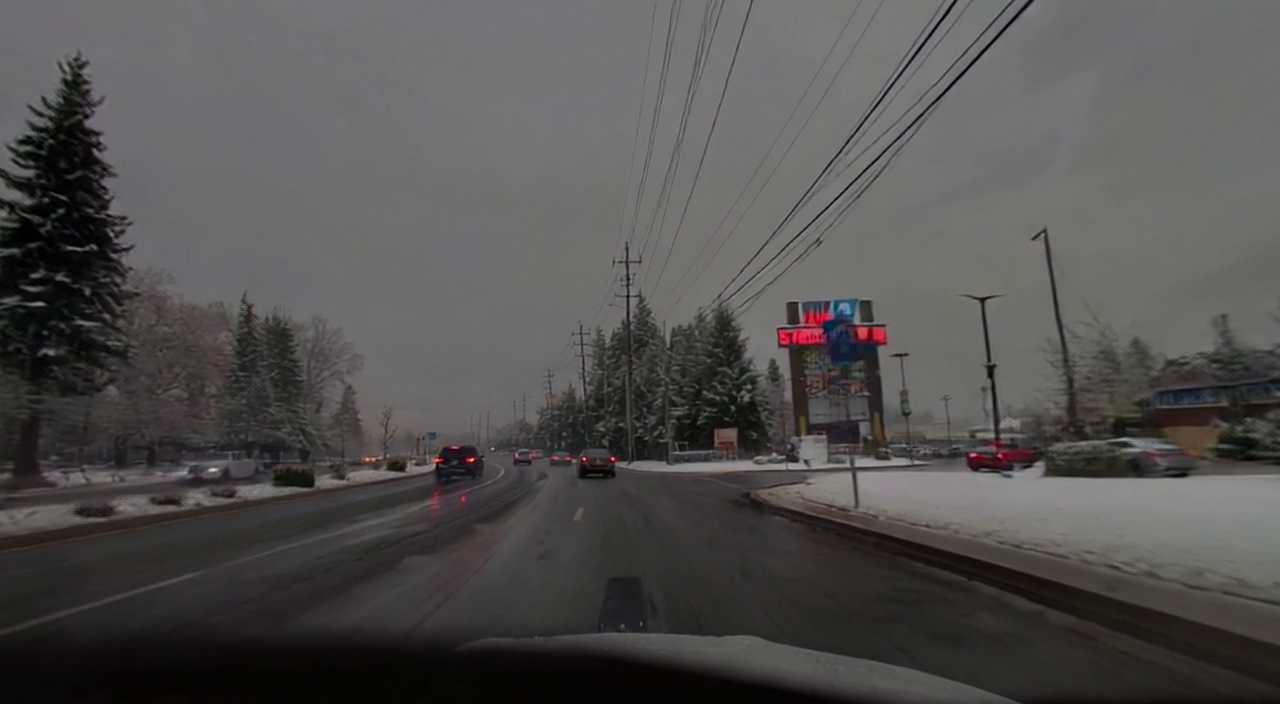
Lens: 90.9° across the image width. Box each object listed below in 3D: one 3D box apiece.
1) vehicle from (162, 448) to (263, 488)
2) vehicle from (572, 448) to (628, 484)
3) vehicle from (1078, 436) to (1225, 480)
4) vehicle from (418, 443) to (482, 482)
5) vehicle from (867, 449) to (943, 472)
[{"bbox_3d":[-23.065,6.220,34.384,2.258,1.960,5.783,1,-9,-10],"label":"vehicle"},{"bbox_3d":[-1.894,5.049,28.298,2.130,1.476,4.453,1,-9,-8],"label":"vehicle"},{"bbox_3d":[19.083,3.953,23.858,1.795,1.485,4.601,0,-9,2],"label":"vehicle"},{"bbox_3d":[-9.146,5.320,30.705,2.195,1.752,4.515,1,-9,-7],"label":"vehicle"},{"bbox_3d":[19.602,8.035,46.856,4.834,1.495,1.785,1,-9,3],"label":"vehicle"}]
